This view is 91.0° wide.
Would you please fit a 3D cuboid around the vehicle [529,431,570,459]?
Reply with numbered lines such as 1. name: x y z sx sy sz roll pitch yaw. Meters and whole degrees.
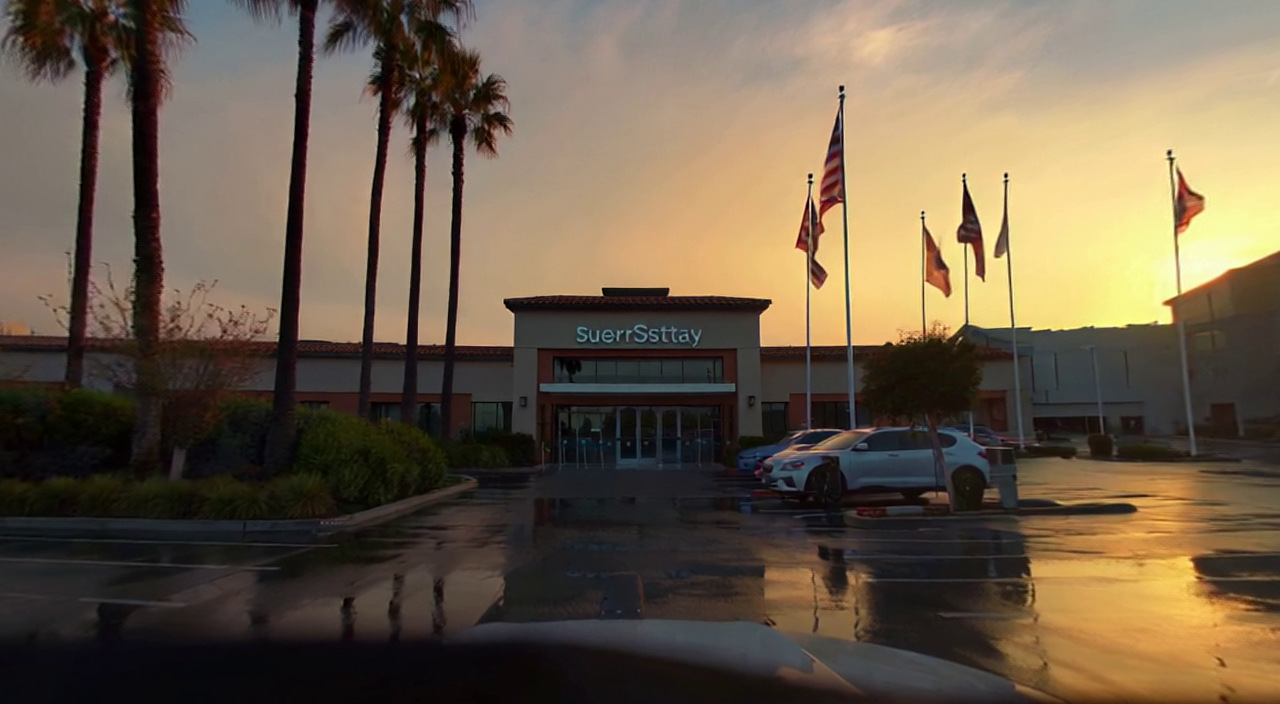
1. vehicle: -6.629 6.821 46.323 1.943 1.890 4.472 -3 -8 5

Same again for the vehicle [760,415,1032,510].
1. vehicle: 4.878 2.176 12.566 4.567 1.723 1.926 0 -8 0
